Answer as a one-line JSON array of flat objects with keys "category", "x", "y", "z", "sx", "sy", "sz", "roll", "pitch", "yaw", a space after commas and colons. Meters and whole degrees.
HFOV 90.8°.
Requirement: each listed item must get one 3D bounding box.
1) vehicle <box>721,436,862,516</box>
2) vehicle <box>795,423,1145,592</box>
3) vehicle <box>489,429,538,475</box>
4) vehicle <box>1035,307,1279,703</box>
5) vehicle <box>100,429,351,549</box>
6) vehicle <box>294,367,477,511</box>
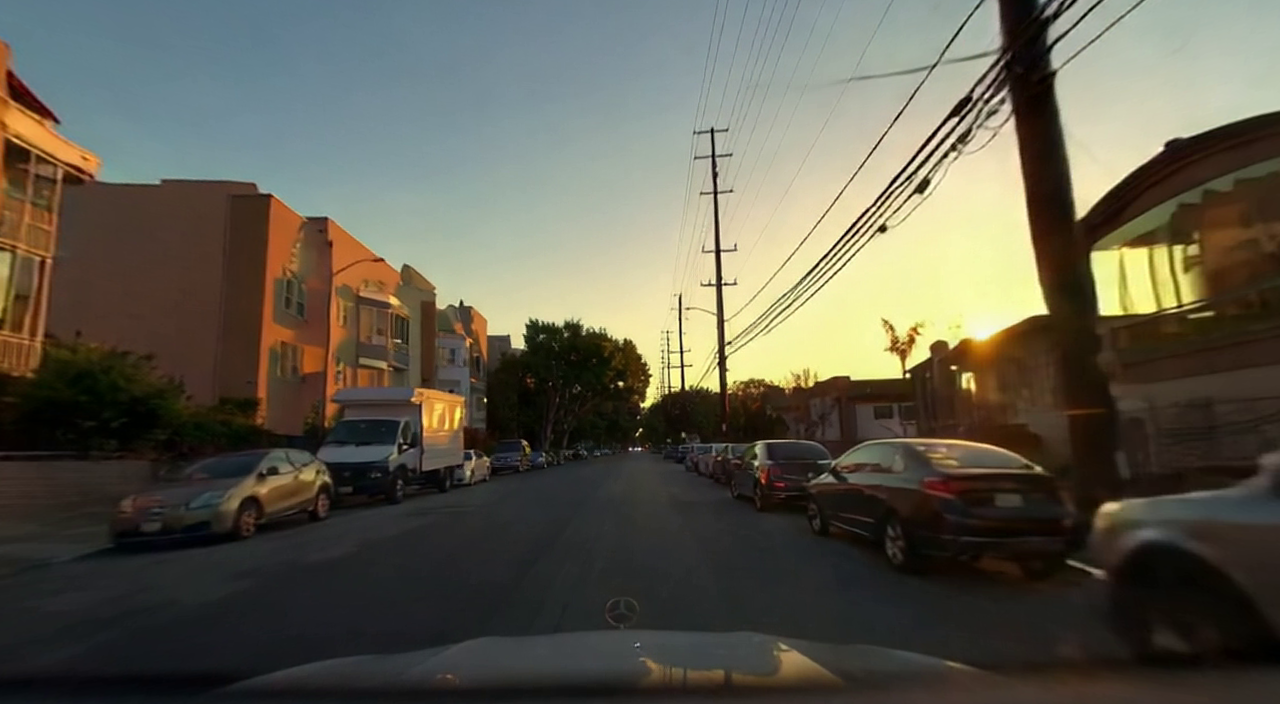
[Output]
[{"category": "vehicle", "x": 3.338, "y": 2.841, "z": 15.072, "sx": 2.057, "sy": 1.554, "sz": 4.905, "roll": 0, "pitch": -9, "yaw": -1}, {"category": "vehicle", "x": 3.677, "y": 1.812, "z": 8.287, "sx": 2.028, "sy": 1.555, "sz": 4.595, "roll": 0, "pitch": -9, "yaw": -1}, {"category": "vehicle", "x": -7.195, "y": 5.749, "z": 36.411, "sx": 1.889, "sy": 2.463, "sz": 4.142, "roll": 0, "pitch": -9, "yaw": 1}, {"category": "vehicle", "x": 3.676, "y": 0.613, "z": 1.473, "sx": 2.185, "sy": 1.888, "sz": 4.724, "roll": 0, "pitch": -9, "yaw": -4}, {"category": "vehicle", "x": -7.707, "y": 2.550, "z": 12.461, "sx": 1.955, "sy": 1.804, "sz": 4.523, "roll": -3, "pitch": -9, "yaw": -1}, {"category": "vehicle", "x": -7.523, "y": 2.756, "z": 19.909, "sx": 2.901, "sy": 3.610, "sz": 6.707, "roll": -3, "pitch": -9, "yaw": 1}]
